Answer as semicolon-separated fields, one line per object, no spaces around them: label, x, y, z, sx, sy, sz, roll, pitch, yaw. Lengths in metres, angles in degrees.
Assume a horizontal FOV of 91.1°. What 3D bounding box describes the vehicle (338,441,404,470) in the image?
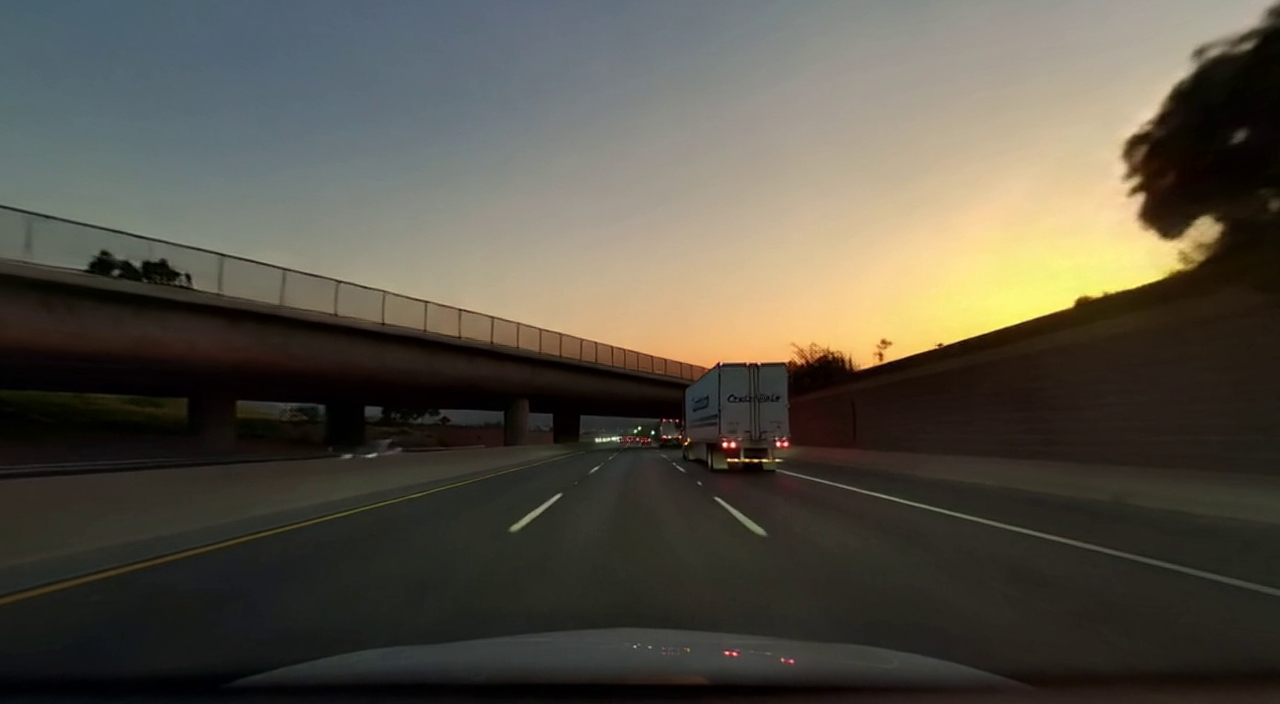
vehicle;-14.677;5.654;34.512;1.816;1.468;4.357;0;-8;-1

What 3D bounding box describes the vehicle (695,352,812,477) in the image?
vehicle;3.974;2.595;24.384;2.840;3.947;8.920;0;-8;0
